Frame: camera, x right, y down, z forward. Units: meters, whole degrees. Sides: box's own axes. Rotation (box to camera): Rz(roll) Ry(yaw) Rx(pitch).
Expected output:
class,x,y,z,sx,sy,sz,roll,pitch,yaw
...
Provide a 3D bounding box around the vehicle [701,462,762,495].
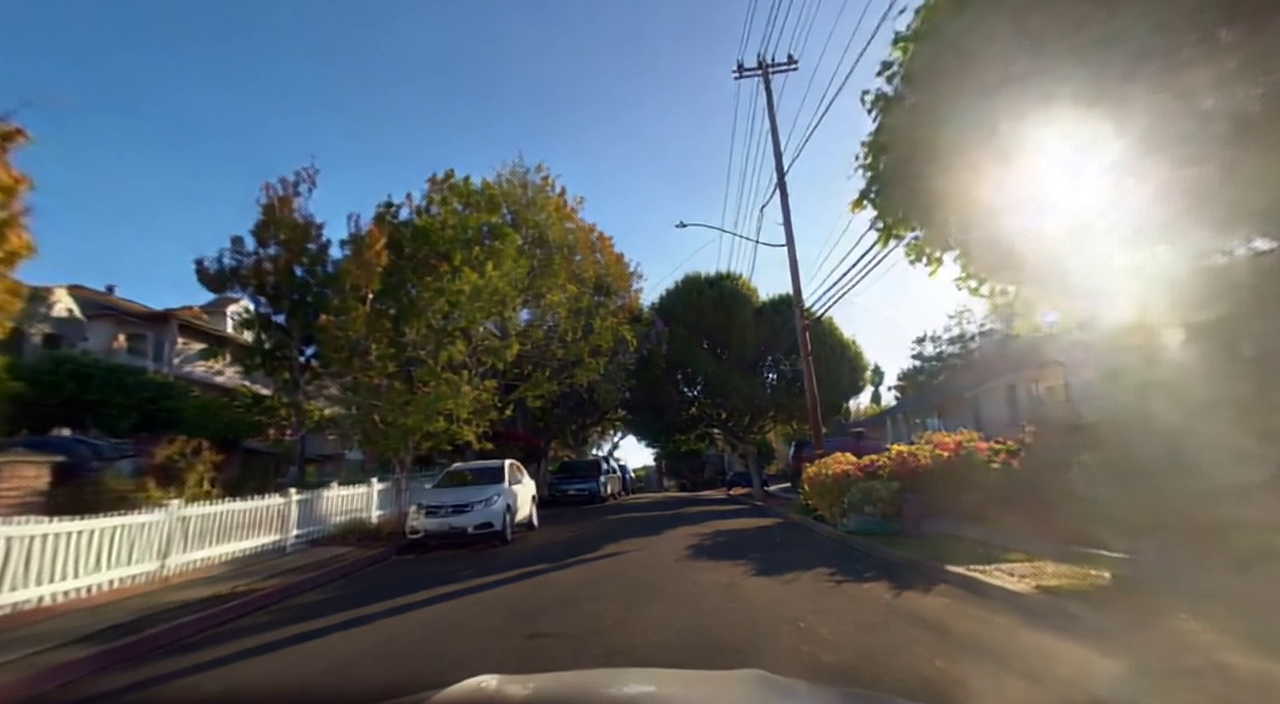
class,x,y,z,sx,sy,sz,roll,pitch,yaw
vehicle,4.985,6.775,34.091,3.005,1.535,4.025,-2,-9,10

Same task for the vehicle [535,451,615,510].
class,x,y,z,sx,sy,sz,roll,pitch,yaw
vehicle,-1.916,4.004,20.217,2.081,1.589,4.691,0,-8,0

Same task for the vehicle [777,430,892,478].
class,x,y,z,sx,sy,sz,roll,pitch,yaw
vehicle,8.157,4.278,26.833,4.249,1.905,1.904,0,-7,0

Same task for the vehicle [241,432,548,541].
class,x,y,z,sx,sy,sz,roll,pitch,yaw
vehicle,-4.223,2.480,11.668,4.537,1.595,2.471,2,-12,2
